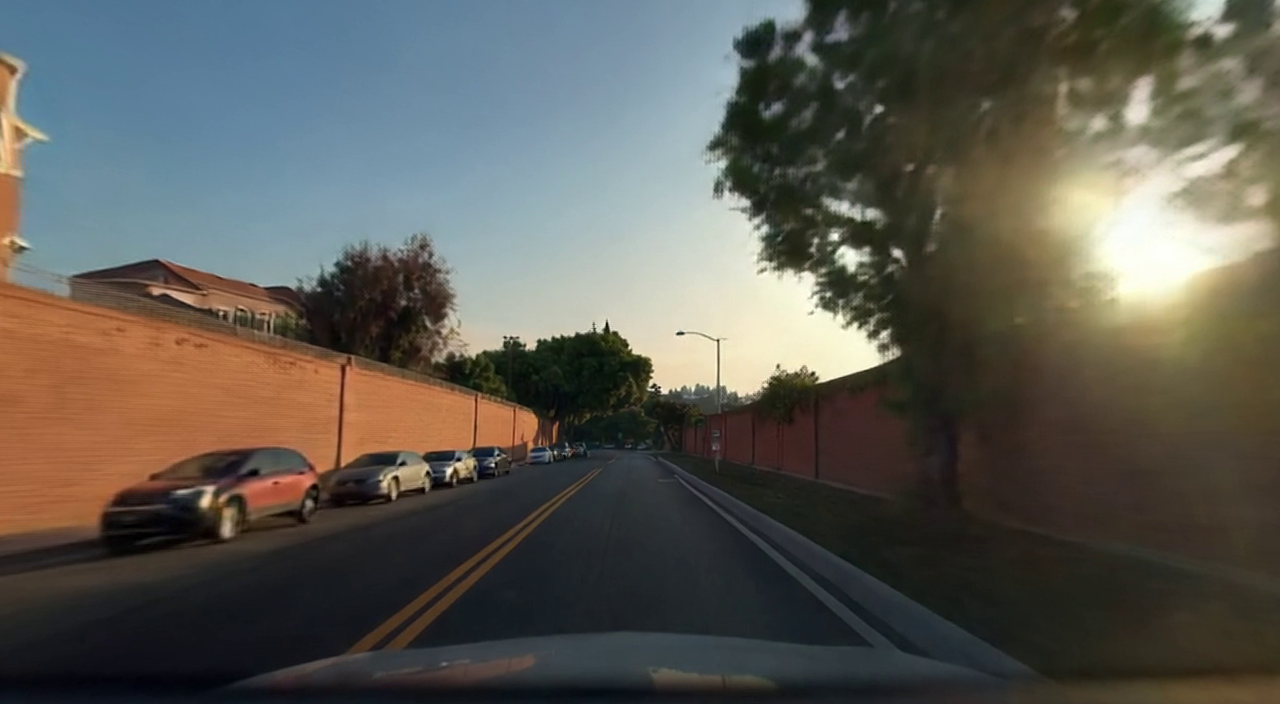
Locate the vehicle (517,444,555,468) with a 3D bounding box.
[{"bbox_3d":[-7.249,7.248,44.444,1.989,1.485,4.218,1,-7,0],"label":"vehicle"}]

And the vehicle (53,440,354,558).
[{"bbox_3d":[-6.846,2.279,10.735,1.899,1.485,4.593,1,-8,-1],"label":"vehicle"}]

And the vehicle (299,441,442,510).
[{"bbox_3d":[-6.951,3.176,16.889,1.779,1.473,4.510,1,-7,1],"label":"vehicle"}]
